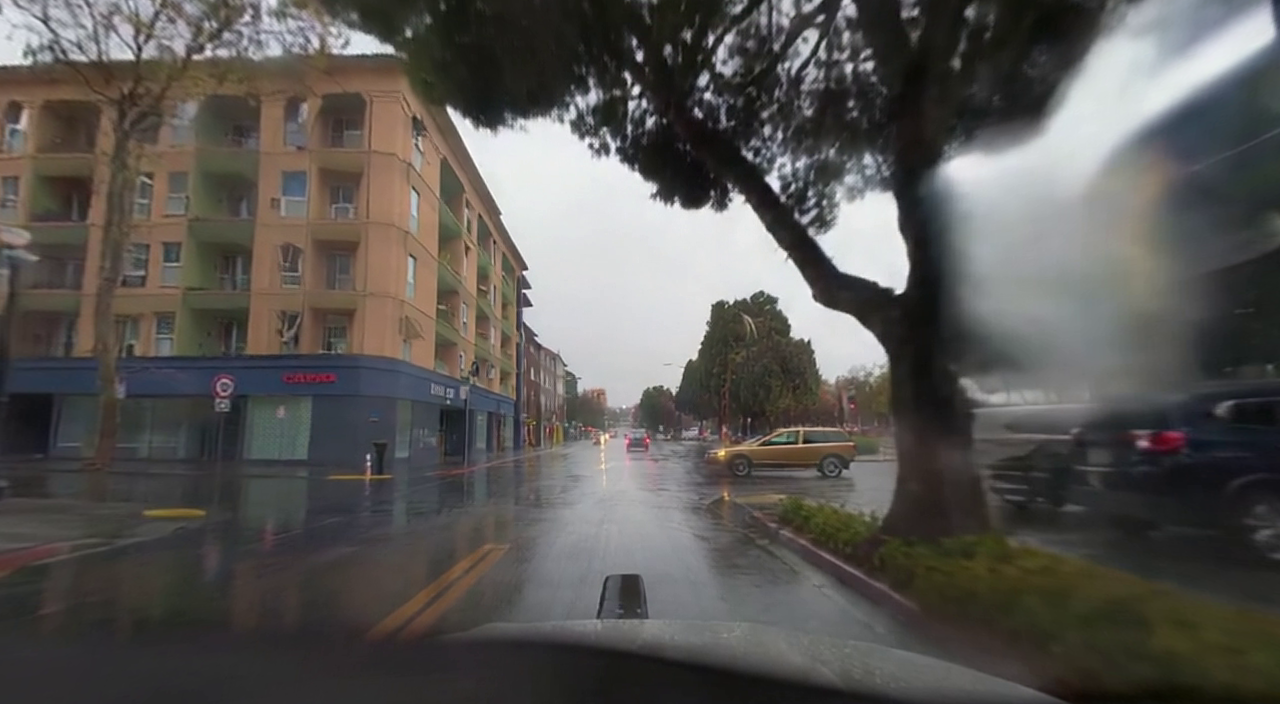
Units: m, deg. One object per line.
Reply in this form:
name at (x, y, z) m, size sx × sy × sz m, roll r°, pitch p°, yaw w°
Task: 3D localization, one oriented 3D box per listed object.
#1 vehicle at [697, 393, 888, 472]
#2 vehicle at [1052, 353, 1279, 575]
vehicle at (5.338, 2.897, 22.593) m, size 6.221 × 2.498 × 2.239 m, roll -5°, pitch -9°, yaw 33°
vehicle at (6.366, 0.911, 5.352) m, size 4.254 × 1.636 × 2.327 m, roll -3°, pitch -8°, yaw 20°
